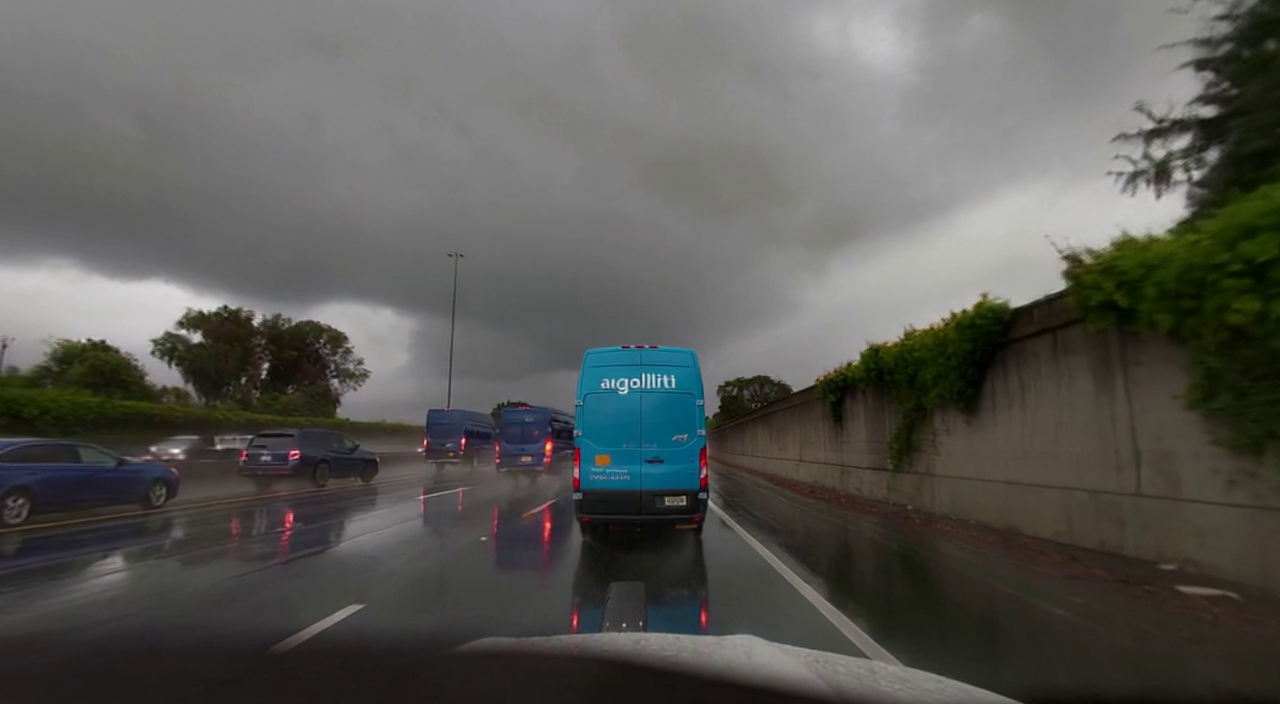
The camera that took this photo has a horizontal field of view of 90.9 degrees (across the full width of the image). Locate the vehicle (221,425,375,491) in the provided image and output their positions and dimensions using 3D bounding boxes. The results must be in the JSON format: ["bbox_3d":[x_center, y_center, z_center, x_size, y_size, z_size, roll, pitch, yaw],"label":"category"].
[{"bbox_3d":[-10.836,3.398,20.520,2.061,1.846,4.852,0,-9,3],"label":"vehicle"}]

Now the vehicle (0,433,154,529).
[{"bbox_3d":[-11.128,2.178,10.878,1.839,1.524,4.449,0,-9,2],"label":"vehicle"}]

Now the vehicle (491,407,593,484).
[{"bbox_3d":[-3.329,3.387,22.845,2.729,2.439,5.418,0,-8,1],"label":"vehicle"}]

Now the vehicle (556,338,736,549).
[{"bbox_3d":[0.150,1.648,11.488,2.316,2.738,6.398,0,-9,1],"label":"vehicle"}]

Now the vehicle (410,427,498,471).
[{"bbox_3d":[-9.818,5.193,33.938,2.566,2.158,5.957,-1,-8,4],"label":"vehicle"}]
